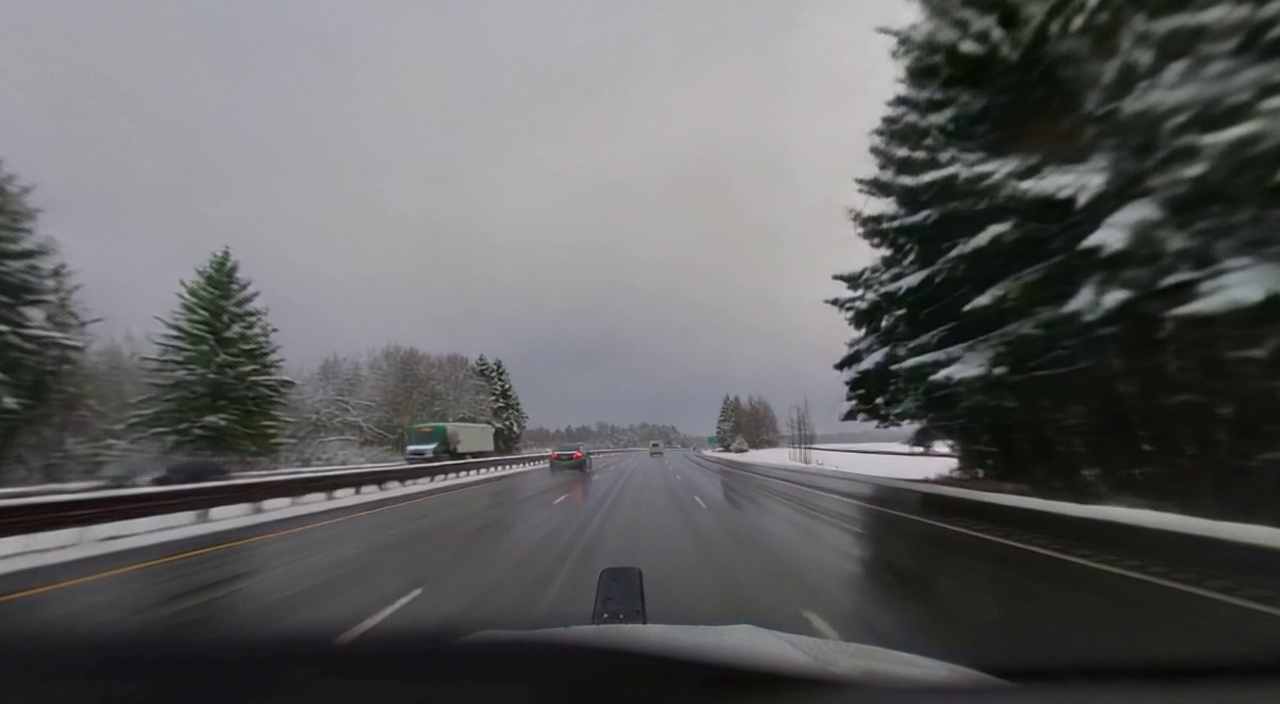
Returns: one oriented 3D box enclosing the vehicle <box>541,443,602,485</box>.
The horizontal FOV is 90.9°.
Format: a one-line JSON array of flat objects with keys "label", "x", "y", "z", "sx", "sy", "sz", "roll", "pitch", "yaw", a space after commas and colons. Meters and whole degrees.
[{"label": "vehicle", "x": -2.767, "y": 4.657, "z": 26.450, "sx": 1.959, "sy": 1.571, "sz": 4.313, "roll": -1, "pitch": -9, "yaw": 2}]
